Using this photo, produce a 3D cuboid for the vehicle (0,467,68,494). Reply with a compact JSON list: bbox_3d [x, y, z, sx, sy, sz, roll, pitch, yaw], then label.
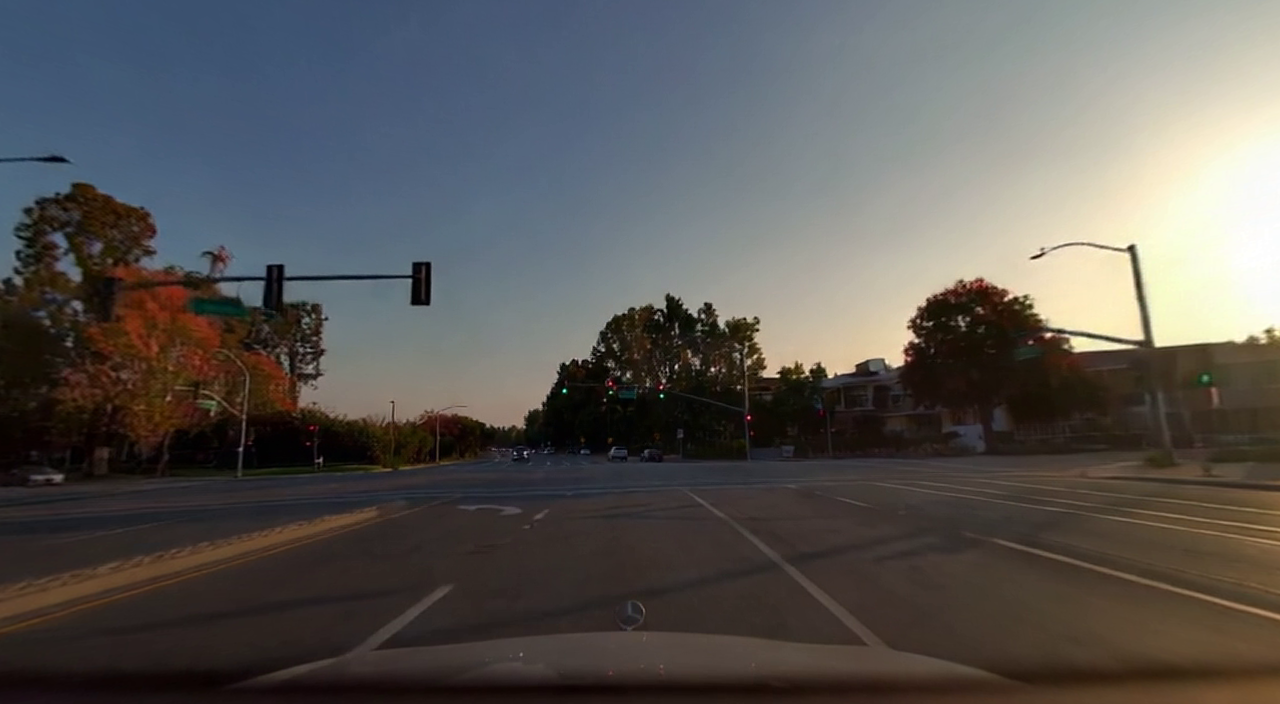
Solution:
[{"bbox_3d":[-41.575,8.581,42.165,4.650,1.604,2.011,-1,-8,2],"label":"vehicle"}]
